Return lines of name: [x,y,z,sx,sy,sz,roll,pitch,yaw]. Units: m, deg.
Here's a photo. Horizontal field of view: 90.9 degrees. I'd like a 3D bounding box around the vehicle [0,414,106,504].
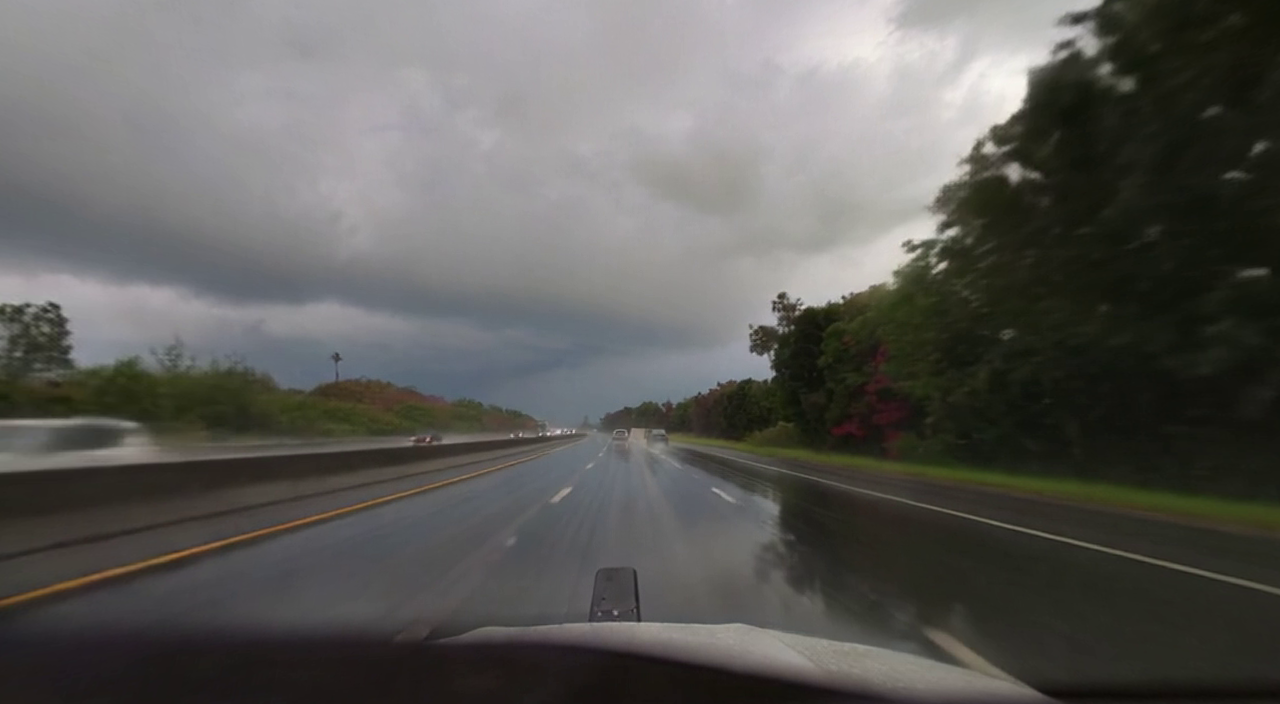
vehicle: [-11.483,1.767,10.401,1.814,1.477,4.133,1,-8,-2]
